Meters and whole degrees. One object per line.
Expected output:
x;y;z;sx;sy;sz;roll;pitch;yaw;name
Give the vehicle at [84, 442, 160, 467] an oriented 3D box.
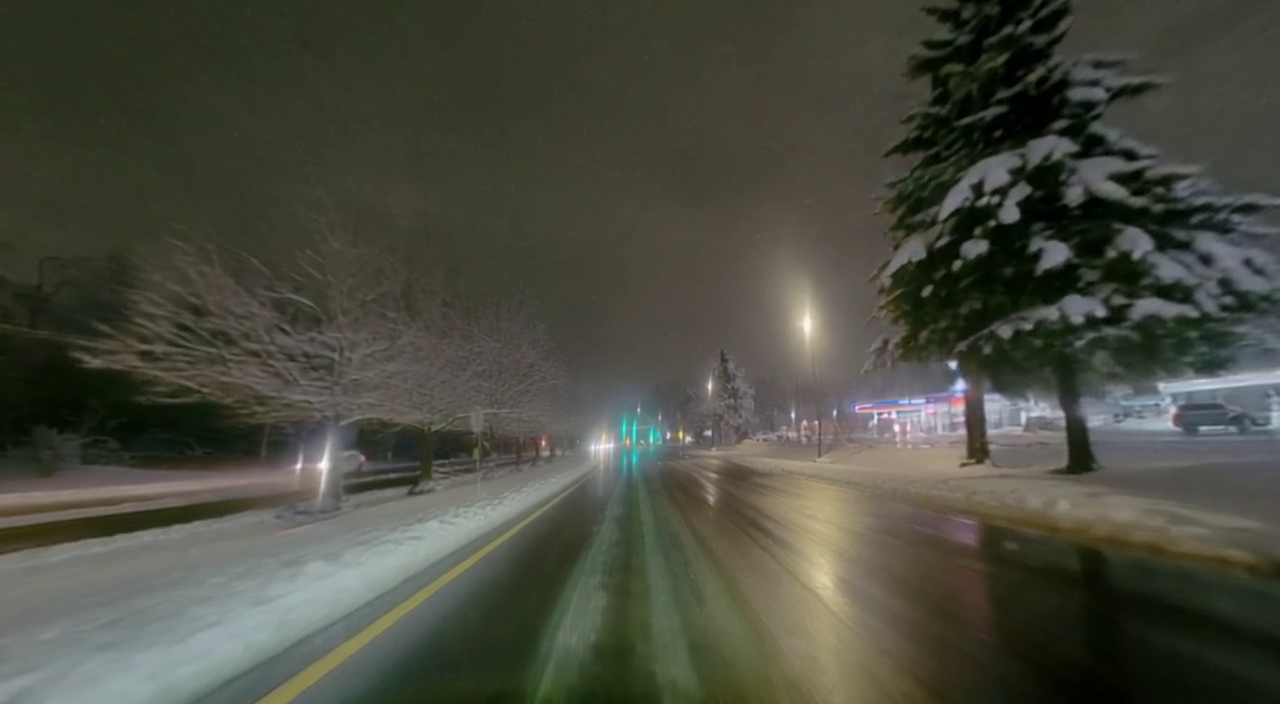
-34.602;6.861;42.230;3.677;1.434;1.827;-4;-9;6;vehicle
